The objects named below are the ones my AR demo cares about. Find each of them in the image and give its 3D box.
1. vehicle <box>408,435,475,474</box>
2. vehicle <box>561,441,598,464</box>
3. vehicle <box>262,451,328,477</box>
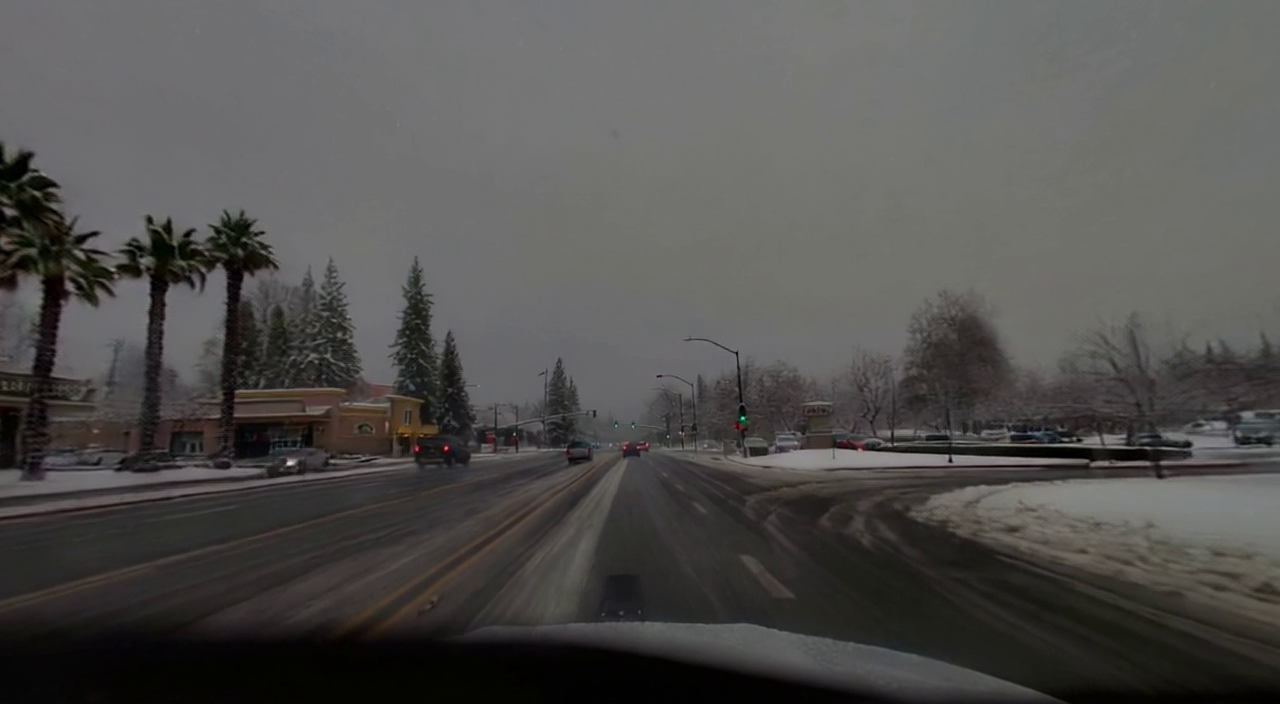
[{"bbox_3d":[-9.688,5.020,31.138,2.022,1.746,4.406,0,-9,-3],"label":"vehicle"},{"bbox_3d":[-4.037,6.764,42.691,2.181,1.483,4.123,0,-9,-1],"label":"vehicle"},{"bbox_3d":[-21.875,7.118,40.257,1.852,1.526,4.262,0,-9,0],"label":"vehicle"}]
